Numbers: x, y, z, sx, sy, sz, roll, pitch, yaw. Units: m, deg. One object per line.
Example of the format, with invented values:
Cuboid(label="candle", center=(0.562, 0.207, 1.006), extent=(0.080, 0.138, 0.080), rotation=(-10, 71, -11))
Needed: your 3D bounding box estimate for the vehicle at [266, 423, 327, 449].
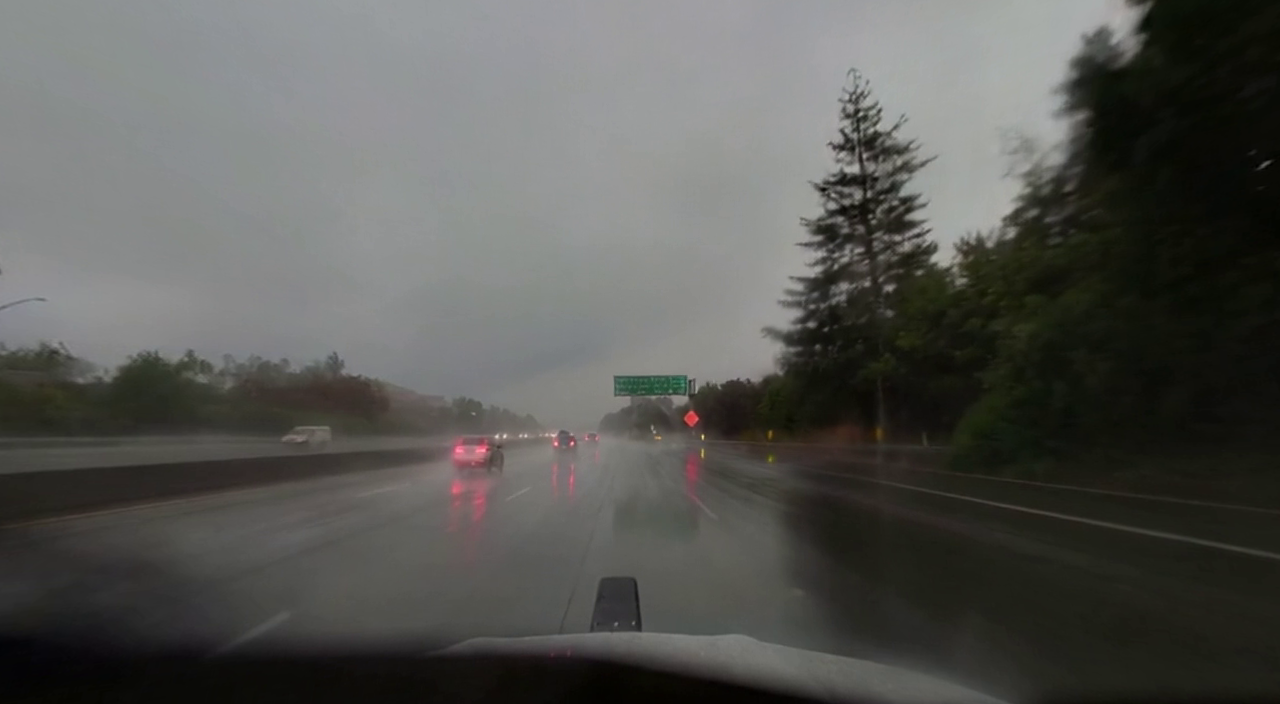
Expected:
Cuboid(label="vehicle", center=(-25.166, 6.190, 46.341), extent=(1.973, 1.775, 4.515), rotation=(0, -8, -2))

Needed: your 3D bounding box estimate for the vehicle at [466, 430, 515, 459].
Cuboid(label="vehicle", center=(-8.706, 5.422, 37.007), extent=(1.965, 1.605, 4.115), rotation=(0, -8, -1))
